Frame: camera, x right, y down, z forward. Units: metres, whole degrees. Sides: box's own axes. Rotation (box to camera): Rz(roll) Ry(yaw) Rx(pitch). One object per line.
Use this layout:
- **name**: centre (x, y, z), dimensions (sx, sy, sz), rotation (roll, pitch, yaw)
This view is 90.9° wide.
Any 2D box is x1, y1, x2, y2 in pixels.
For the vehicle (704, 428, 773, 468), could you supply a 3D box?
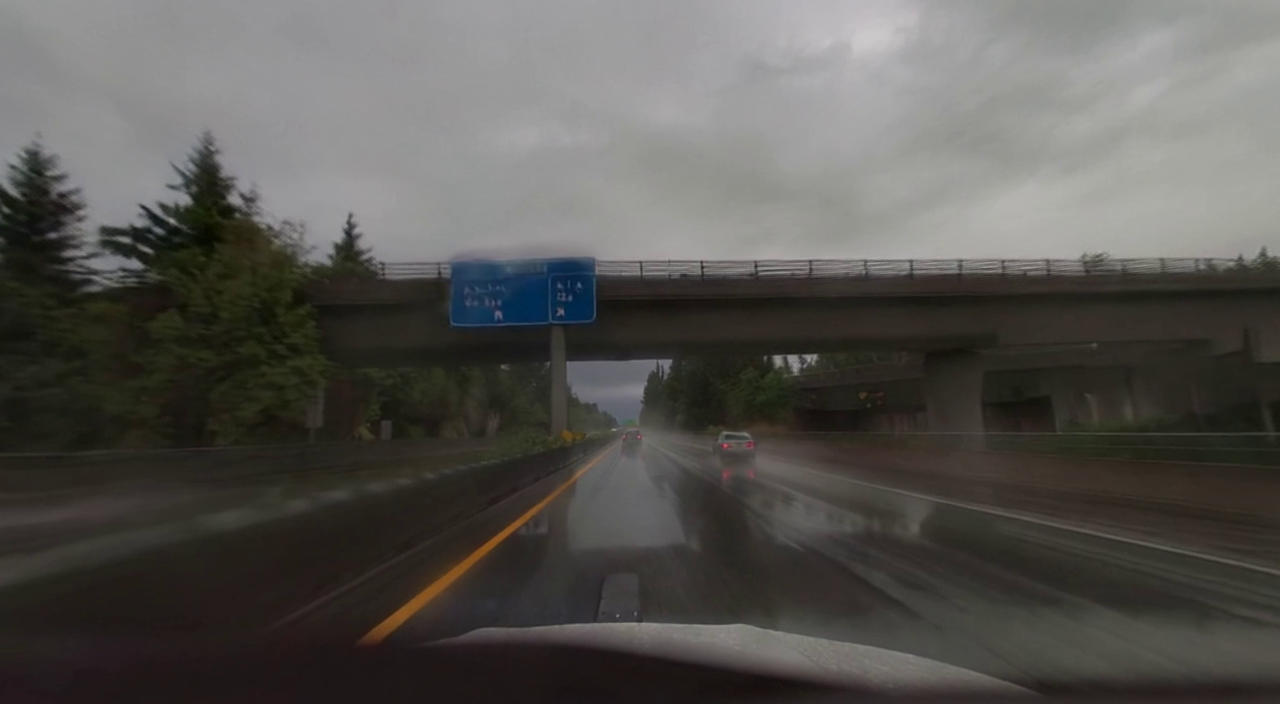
- **vehicle**: centre (4.027, 3.996, 26.527), dimensions (2.010, 1.526, 4.438), rotation (0, -8, -2)
